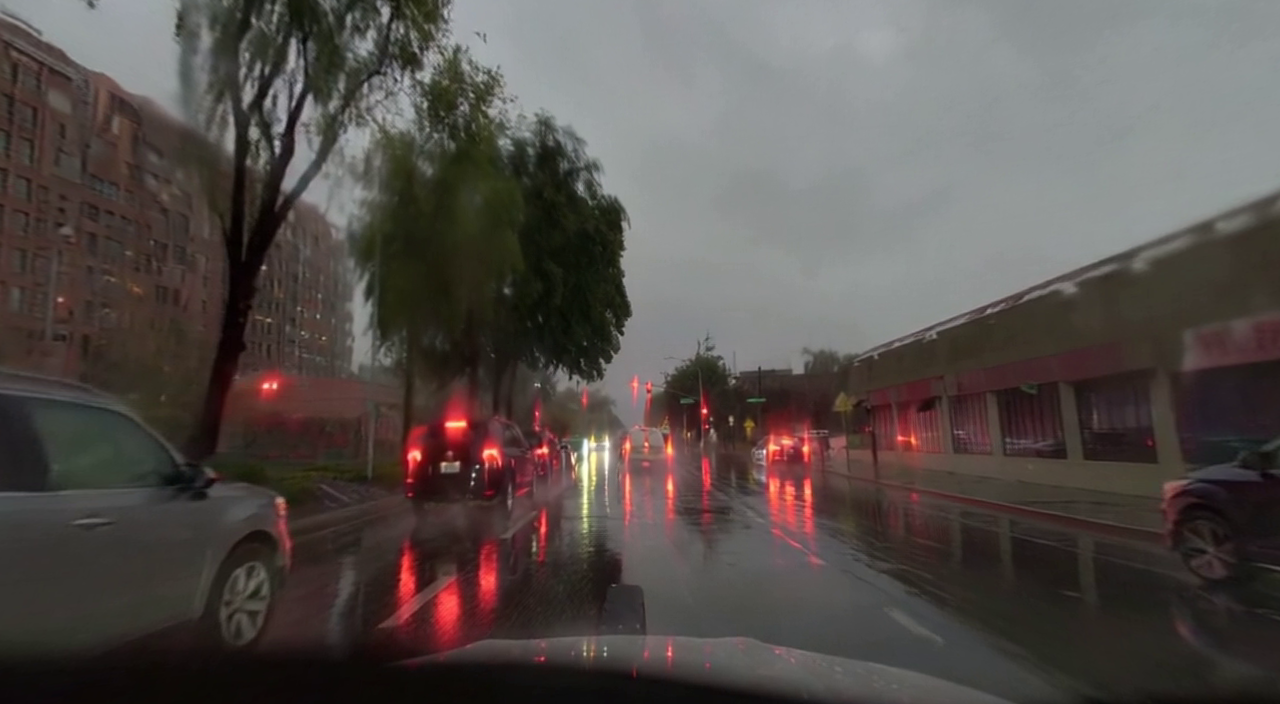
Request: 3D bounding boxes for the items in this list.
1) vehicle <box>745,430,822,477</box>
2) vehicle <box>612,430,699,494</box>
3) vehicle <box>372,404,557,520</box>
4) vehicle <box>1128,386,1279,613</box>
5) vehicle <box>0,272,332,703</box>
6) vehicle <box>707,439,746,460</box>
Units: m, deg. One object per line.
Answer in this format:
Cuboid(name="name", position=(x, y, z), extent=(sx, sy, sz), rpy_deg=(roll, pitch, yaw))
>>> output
Cuboid(name="vehicle", position=(6.332, 4.540, 28.487), extent=(2.300, 1.903, 4.579), rpy_deg=(0, -9, -1))
Cuboid(name="vehicle", position=(0.313, 3.112, 18.176), extent=(2.201, 1.589, 3.843), rpy_deg=(0, -9, -3))
Cuboid(name="vehicle", position=(-3.326, 2.241, 13.243), extent=(2.487, 1.978, 4.628), rpy_deg=(0, -9, 0))
Cuboid(name="vehicle", position=(6.517, 1.172, 4.820), extent=(1.997, 1.943, 4.409), rpy_deg=(0, -9, 0))
Cuboid(name="vehicle", position=(-3.434, 0.694, 2.228), extent=(2.223, 1.957, 4.845), rpy_deg=(0, -9, 0))
Cuboid(name="vehicle", position=(6.225, 7.081, 45.895), extent=(1.986, 1.477, 4.510), rpy_deg=(0, -9, -3))
